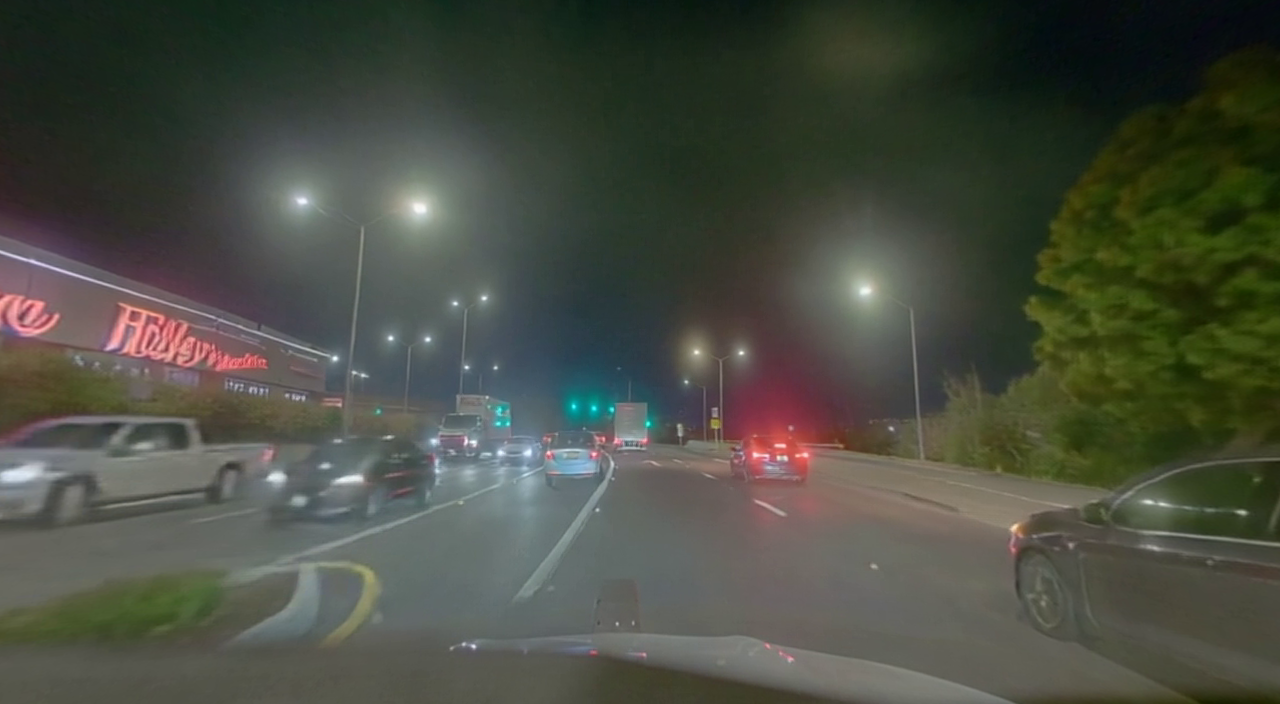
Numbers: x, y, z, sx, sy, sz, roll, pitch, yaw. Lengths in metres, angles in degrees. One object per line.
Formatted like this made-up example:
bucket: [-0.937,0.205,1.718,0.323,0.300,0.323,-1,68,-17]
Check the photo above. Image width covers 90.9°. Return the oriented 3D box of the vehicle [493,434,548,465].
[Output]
vehicle: [-5.807,4.780,31.219,1.964,1.428,4.481,0,-8,-2]

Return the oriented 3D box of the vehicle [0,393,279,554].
vehicle: [-8.654,1.838,10.430,2.165,1.966,5.251,0,-8,1]

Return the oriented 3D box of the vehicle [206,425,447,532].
vehicle: [-5.204,2.120,11.340,2.026,1.520,4.475,0,-8,0]

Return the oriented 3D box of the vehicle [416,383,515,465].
vehicle: [-9.168,4.065,34.582,2.986,3.821,10.059,0,-8,-3]

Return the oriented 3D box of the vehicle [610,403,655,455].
vehicle: [-0.638,5.649,45.902,2.917,3.482,6.946,1,-8,-4]

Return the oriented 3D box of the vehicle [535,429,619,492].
vehicle: [-1.609,2.816,16.790,1.991,1.472,3.518,1,-8,-4]

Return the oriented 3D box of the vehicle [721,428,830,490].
vehicle: [3.542,2.857,17.231,1.889,1.480,3.876,1,-8,-4]

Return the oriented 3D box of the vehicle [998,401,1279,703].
vehicle: [3.432,0.831,1.795,2.081,1.434,4.833,0,-8,1]
